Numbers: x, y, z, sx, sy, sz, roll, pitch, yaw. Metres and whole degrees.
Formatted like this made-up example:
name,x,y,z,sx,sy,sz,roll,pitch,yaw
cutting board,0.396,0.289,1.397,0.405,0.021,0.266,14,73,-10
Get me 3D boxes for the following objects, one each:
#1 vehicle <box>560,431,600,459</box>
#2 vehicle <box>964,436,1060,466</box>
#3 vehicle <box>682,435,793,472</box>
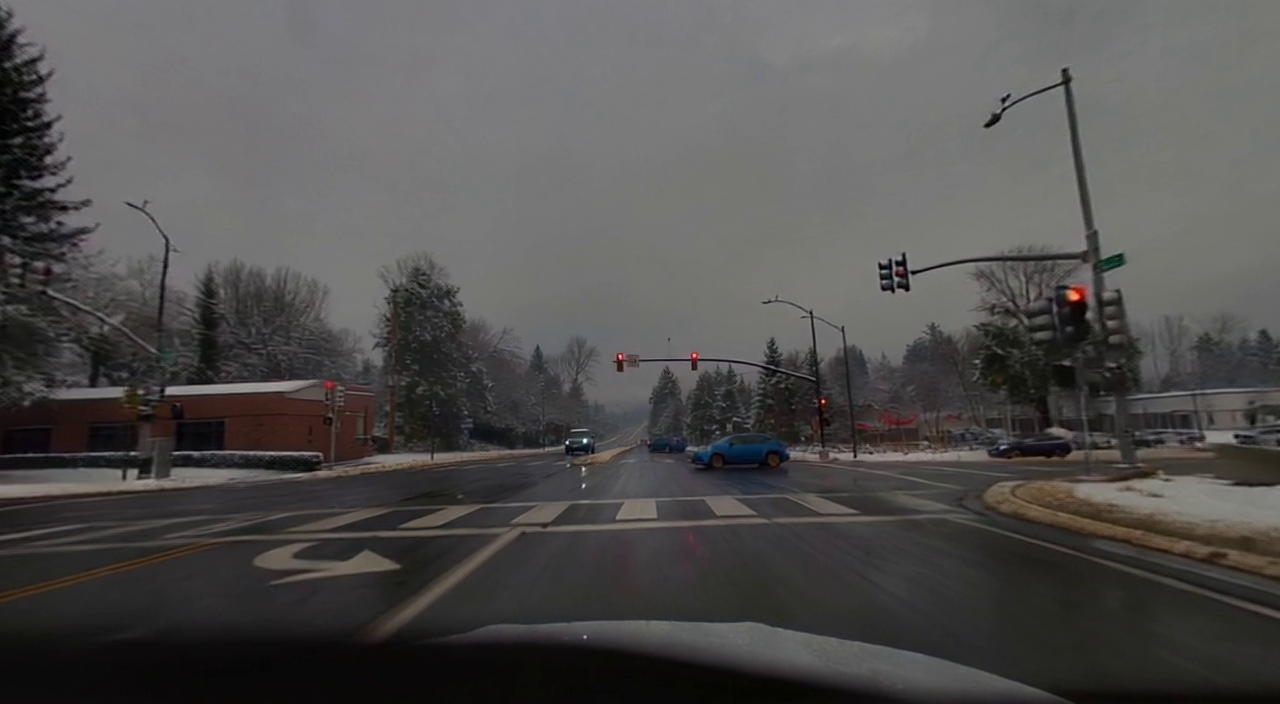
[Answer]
name,x,y,z,sx,sy,sz,roll,pitch,yaw
vehicle,-3.789,5.965,40.408,2.140,1.638,4.259,0,-8,0
vehicle,19.564,5.186,33.155,4.377,1.523,1.877,3,-9,-19
vehicle,4.188,4.310,26.999,4.528,1.482,1.864,5,-10,-31
